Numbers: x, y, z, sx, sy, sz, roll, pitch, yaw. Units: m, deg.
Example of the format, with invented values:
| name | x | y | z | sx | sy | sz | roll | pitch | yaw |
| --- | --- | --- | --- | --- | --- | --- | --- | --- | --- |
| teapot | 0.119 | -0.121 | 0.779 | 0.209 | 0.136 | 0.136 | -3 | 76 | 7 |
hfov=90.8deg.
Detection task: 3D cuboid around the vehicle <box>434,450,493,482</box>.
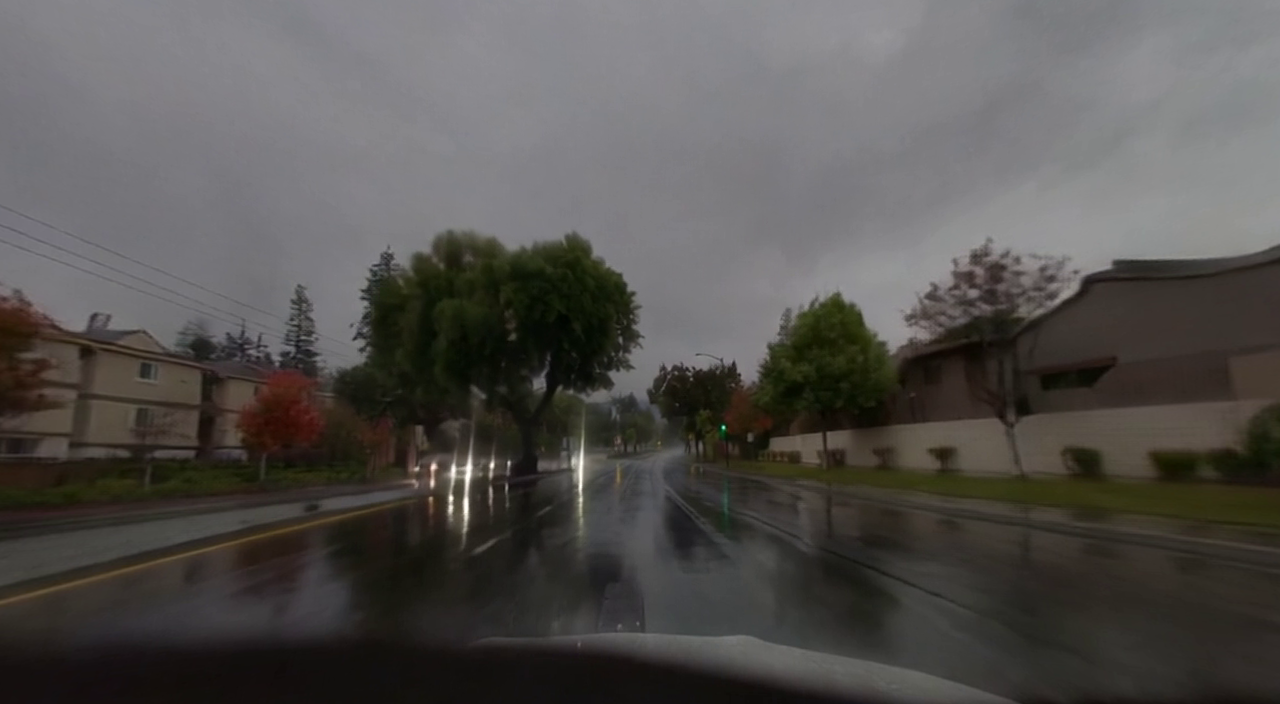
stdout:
| name | x | y | z | sx | sy | sz | roll | pitch | yaw |
| --- | --- | --- | --- | --- | --- | --- | --- | --- | --- |
| vehicle | -10.974 | 7.102 | 39.749 | 2.113 | 1.788 | 4.701 | -2 | -9 | 4 |
